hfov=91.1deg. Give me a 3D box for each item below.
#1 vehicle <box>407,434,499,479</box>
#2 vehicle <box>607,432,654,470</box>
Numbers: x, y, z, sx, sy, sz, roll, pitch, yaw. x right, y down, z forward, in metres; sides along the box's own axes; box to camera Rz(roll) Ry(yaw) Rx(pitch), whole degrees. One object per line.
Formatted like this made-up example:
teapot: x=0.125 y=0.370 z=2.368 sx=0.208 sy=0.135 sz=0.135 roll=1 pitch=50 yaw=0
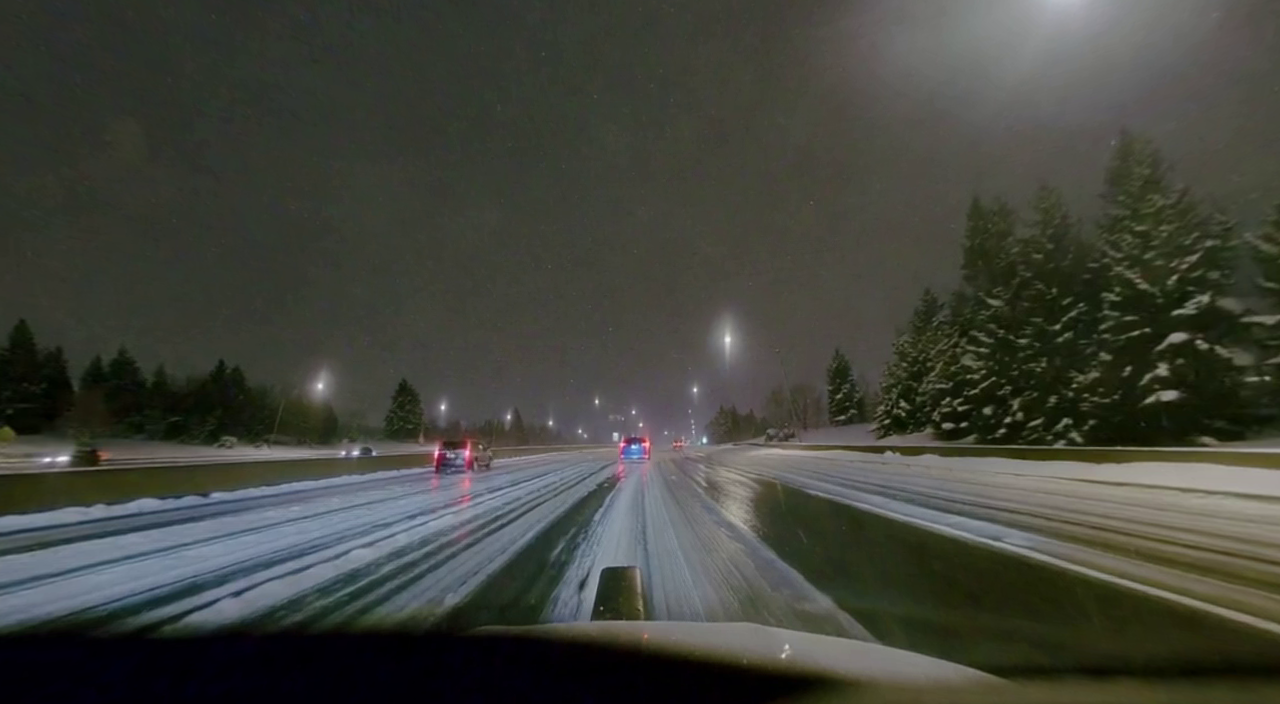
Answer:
vehicle: x=-6.998 y=3.973 z=24.090 sx=1.994 sy=1.519 sz=4.668 roll=0 pitch=-9 yaw=2
vehicle: x=-0.379 y=4.842 z=30.806 sx=2.155 sy=1.690 sz=4.318 roll=0 pitch=-9 yaw=1
